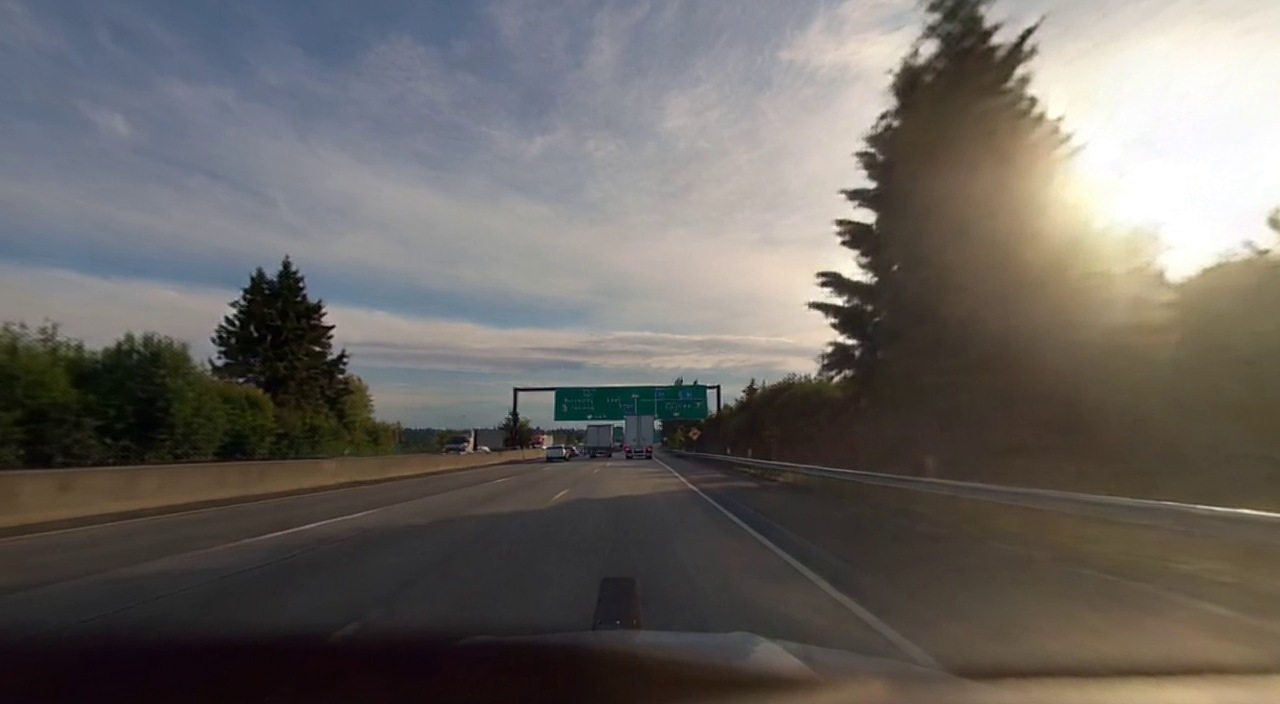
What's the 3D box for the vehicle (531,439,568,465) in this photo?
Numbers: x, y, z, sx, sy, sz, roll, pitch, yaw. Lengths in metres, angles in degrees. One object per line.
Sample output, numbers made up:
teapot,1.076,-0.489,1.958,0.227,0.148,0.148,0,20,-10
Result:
vehicle,-6.707,7.431,47.205,2.127,1.839,4.984,0,-8,-1
